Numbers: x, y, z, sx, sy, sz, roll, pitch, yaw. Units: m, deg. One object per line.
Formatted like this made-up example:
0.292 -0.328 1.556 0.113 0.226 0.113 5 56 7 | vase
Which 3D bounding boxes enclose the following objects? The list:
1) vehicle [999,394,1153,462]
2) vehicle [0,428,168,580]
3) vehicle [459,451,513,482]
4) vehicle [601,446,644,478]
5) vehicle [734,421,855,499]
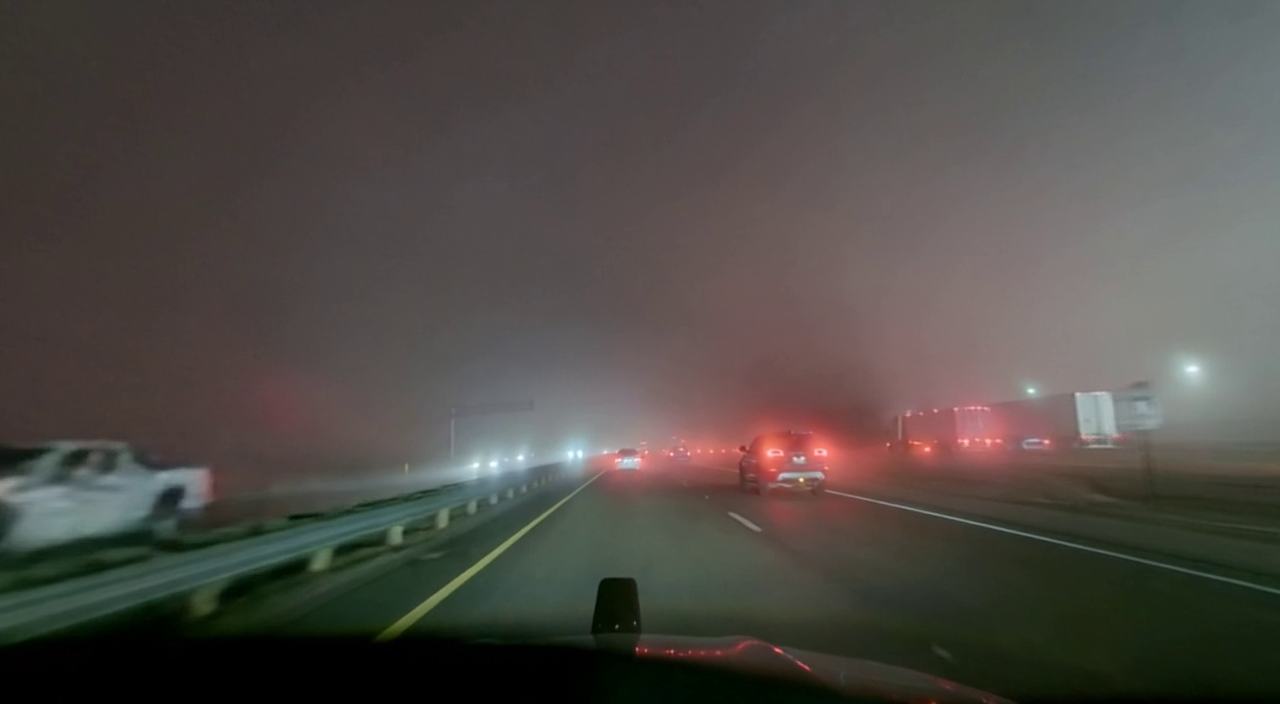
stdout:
27.064 4.965 39.830 2.971 3.746 10.126 -1 -9 3 | vehicle
-8.939 1.947 8.175 2.126 1.851 4.357 0 -9 0 | vehicle
-8.507 6.340 34.969 1.896 1.519 4.372 0 -9 0 | vehicle
-0.863 5.487 31.581 2.029 1.483 3.769 0 -9 -1 | vehicle
4.308 3.133 18.456 2.261 1.952 4.784 0 -9 -1 | vehicle
